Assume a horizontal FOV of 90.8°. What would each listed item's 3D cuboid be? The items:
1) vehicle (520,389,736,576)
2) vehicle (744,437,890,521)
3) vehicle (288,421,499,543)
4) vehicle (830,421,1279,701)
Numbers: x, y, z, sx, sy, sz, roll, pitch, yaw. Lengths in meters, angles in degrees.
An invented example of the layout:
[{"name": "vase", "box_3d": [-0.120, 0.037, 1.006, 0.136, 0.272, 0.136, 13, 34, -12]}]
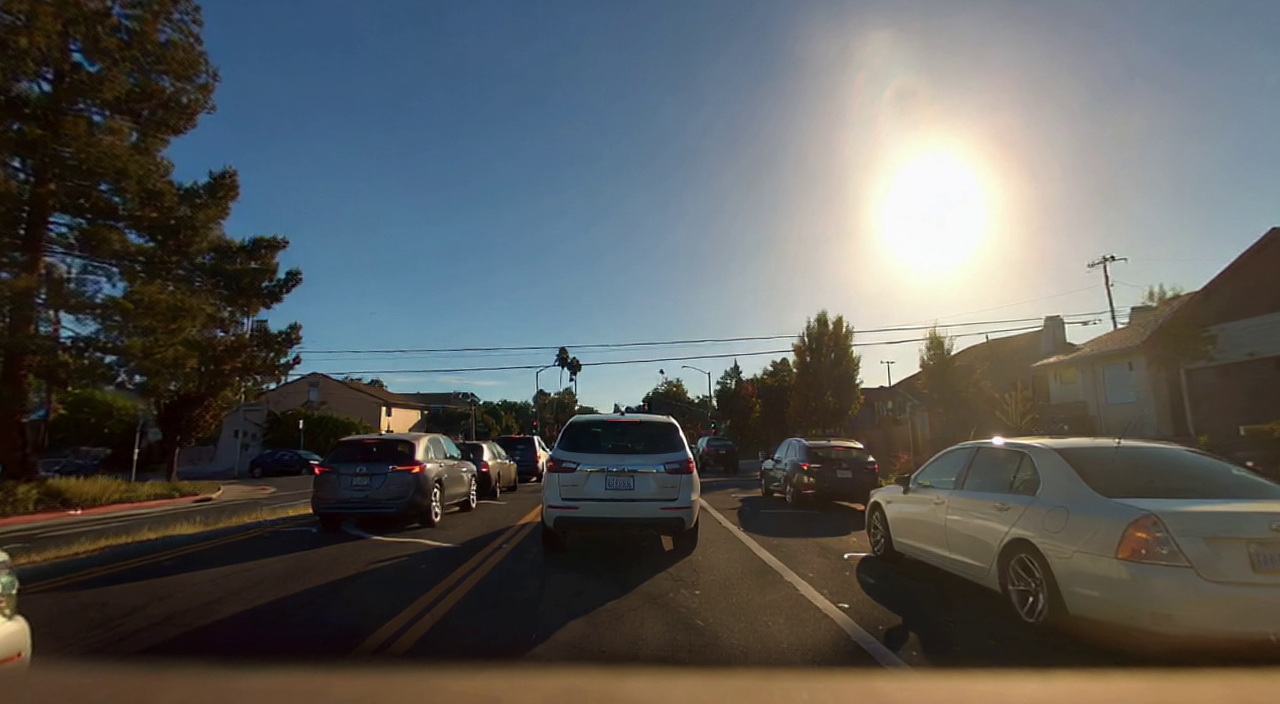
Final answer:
[{"name": "vehicle", "box_3d": [-0.207, 1.616, 8.550, 2.164, 1.867, 4.254, 0, -8, -2]}, {"name": "vehicle", "box_3d": [3.472, 2.546, 13.240, 1.880, 1.476, 3.932, 0, -8, 0]}, {"name": "vehicle", "box_3d": [-3.723, 2.023, 10.520, 1.864, 1.576, 4.324, 0, -8, -2]}, {"name": "vehicle", "box_3d": [3.473, 1.462, 5.766, 1.977, 1.480, 4.589, 0, -8, -1]}]
